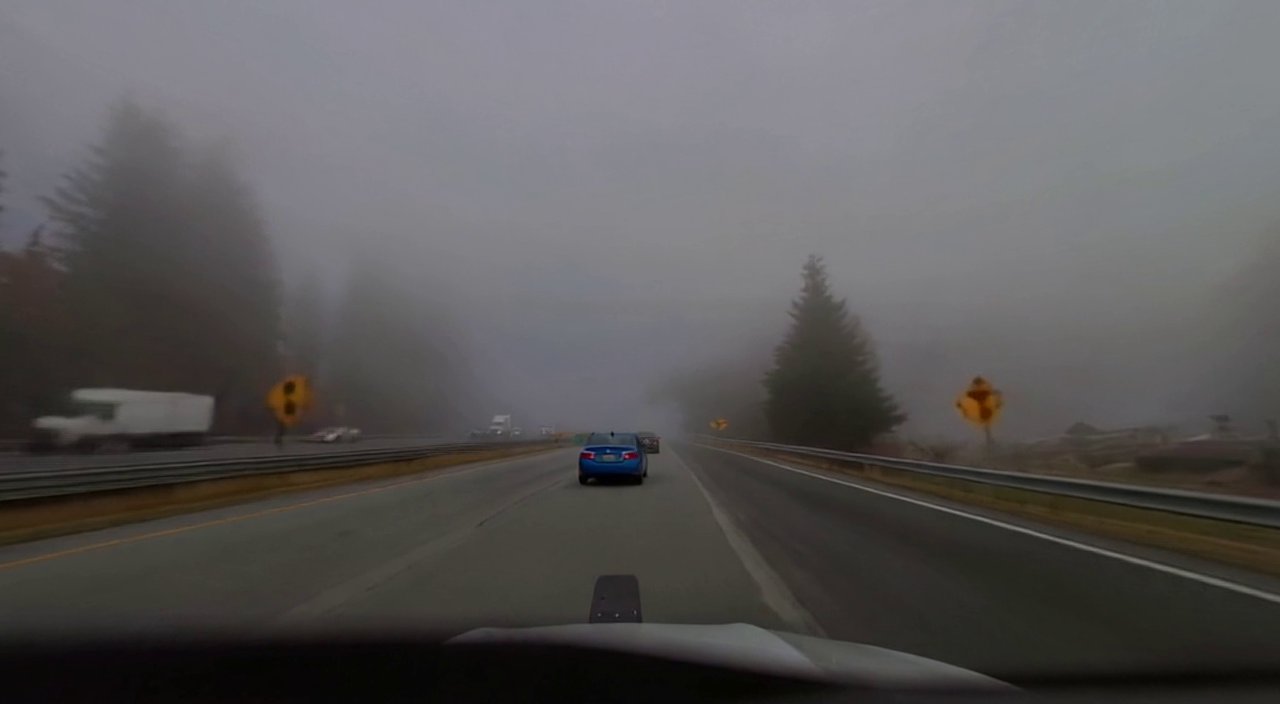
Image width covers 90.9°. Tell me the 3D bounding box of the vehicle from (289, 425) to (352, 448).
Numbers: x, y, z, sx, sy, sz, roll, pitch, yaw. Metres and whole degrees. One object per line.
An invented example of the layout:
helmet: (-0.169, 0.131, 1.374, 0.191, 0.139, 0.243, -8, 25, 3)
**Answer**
vehicle: (-21.443, 5.685, 42.509, 1.760, 1.435, 4.465, 0, -7, 2)

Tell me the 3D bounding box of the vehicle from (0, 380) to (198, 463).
vehicle: (-18.294, 2.373, 21.075, 2.267, 2.355, 6.194, 0, -7, 2)

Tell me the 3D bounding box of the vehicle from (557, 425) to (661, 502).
vehicle: (-0.524, 2.394, 14.120, 1.977, 1.443, 4.225, 0, -7, 2)
